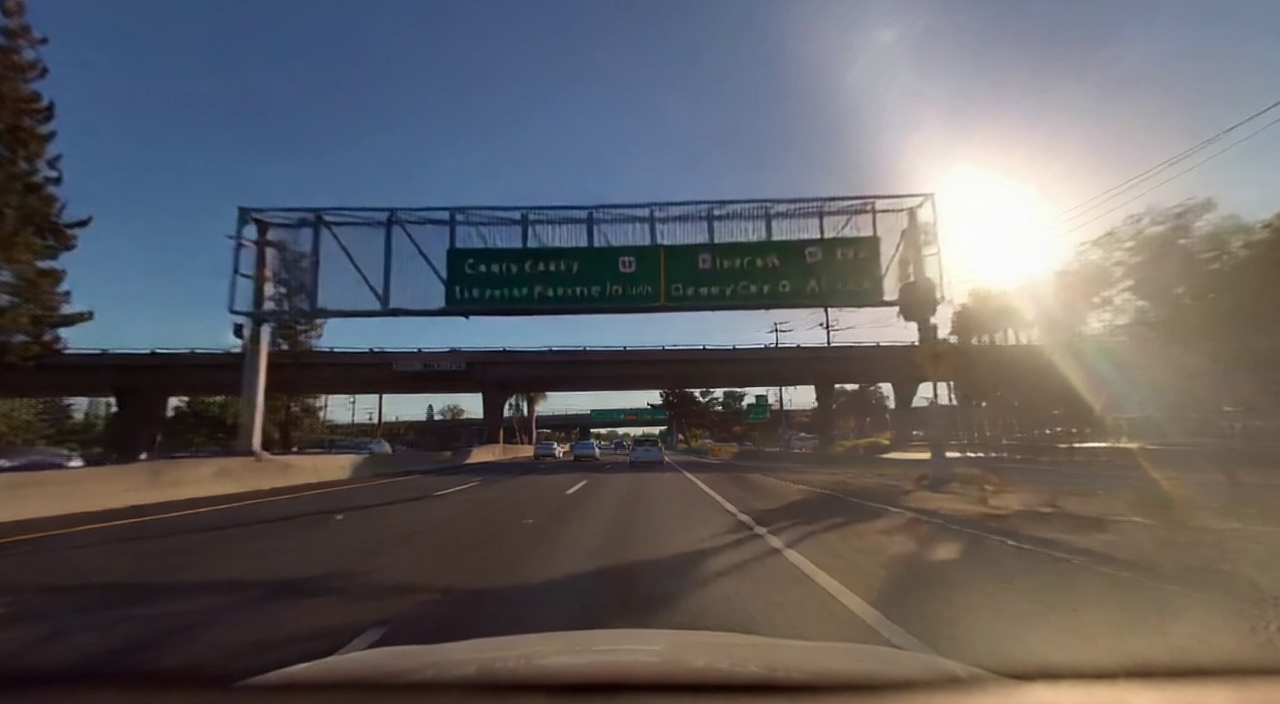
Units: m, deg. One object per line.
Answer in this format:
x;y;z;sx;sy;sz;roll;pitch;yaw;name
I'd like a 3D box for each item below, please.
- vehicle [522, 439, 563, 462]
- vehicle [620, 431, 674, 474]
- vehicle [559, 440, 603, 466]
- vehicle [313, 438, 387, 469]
-7.199;7.334;47.024;2.139;1.653;4.614;0;-8;2;vehicle
0.286;4.323;27.220;2.152;1.697;4.066;0;-8;0;vehicle
-3.367;5.892;36.992;2.056;1.464;4.564;0;-8;1;vehicle
-16.924;5.947;37.134;2.000;1.667;4.937;0;-8;1;vehicle
